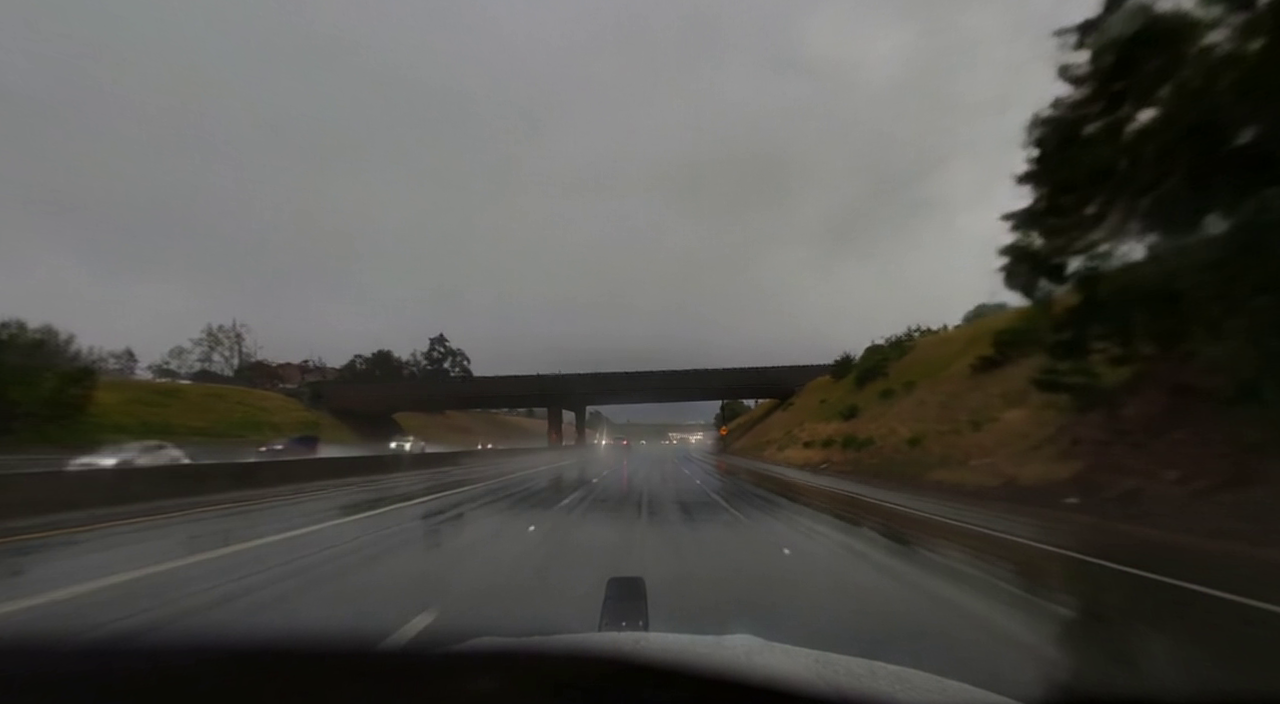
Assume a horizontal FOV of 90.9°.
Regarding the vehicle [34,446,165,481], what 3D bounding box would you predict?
[{"bbox_3d":[-24.256,4.997,28.556,1.869,1.454,4.509,0,-9,1],"label":"vehicle"}]
